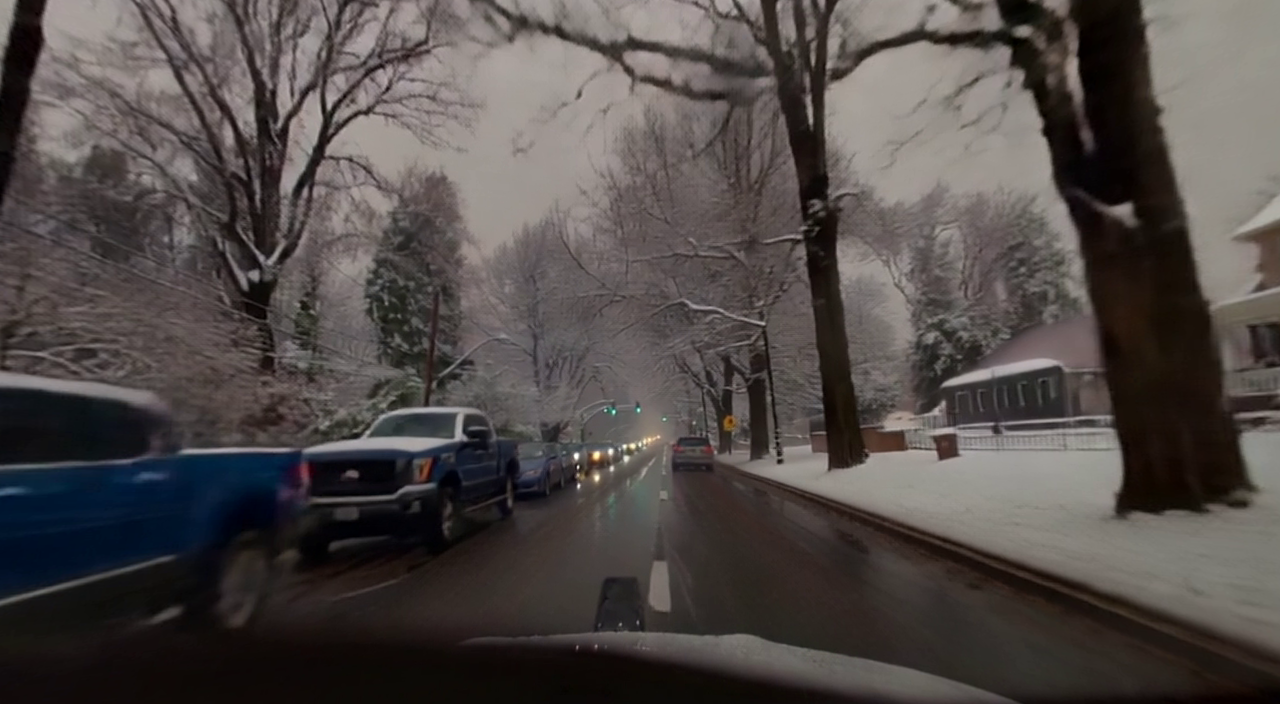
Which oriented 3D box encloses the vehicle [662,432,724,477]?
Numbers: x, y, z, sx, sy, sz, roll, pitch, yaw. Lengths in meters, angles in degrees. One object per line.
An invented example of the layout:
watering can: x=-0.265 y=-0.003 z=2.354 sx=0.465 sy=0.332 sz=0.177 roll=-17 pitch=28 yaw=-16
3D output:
vehicle: x=2.068 y=4.207 z=26.153 sx=2.258 sy=1.682 sz=4.635 roll=0 pitch=-9 yaw=1

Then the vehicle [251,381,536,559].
vehicle: x=-3.302 y=1.758 z=10.041 sx=2.405 sy=2.058 sz=5.193 roll=0 pitch=-9 yaw=0

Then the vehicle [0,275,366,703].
vehicle: x=-3.487 y=0.764 z=2.752 sx=2.404 sy=1.900 sz=4.770 roll=0 pitch=-9 yaw=0
